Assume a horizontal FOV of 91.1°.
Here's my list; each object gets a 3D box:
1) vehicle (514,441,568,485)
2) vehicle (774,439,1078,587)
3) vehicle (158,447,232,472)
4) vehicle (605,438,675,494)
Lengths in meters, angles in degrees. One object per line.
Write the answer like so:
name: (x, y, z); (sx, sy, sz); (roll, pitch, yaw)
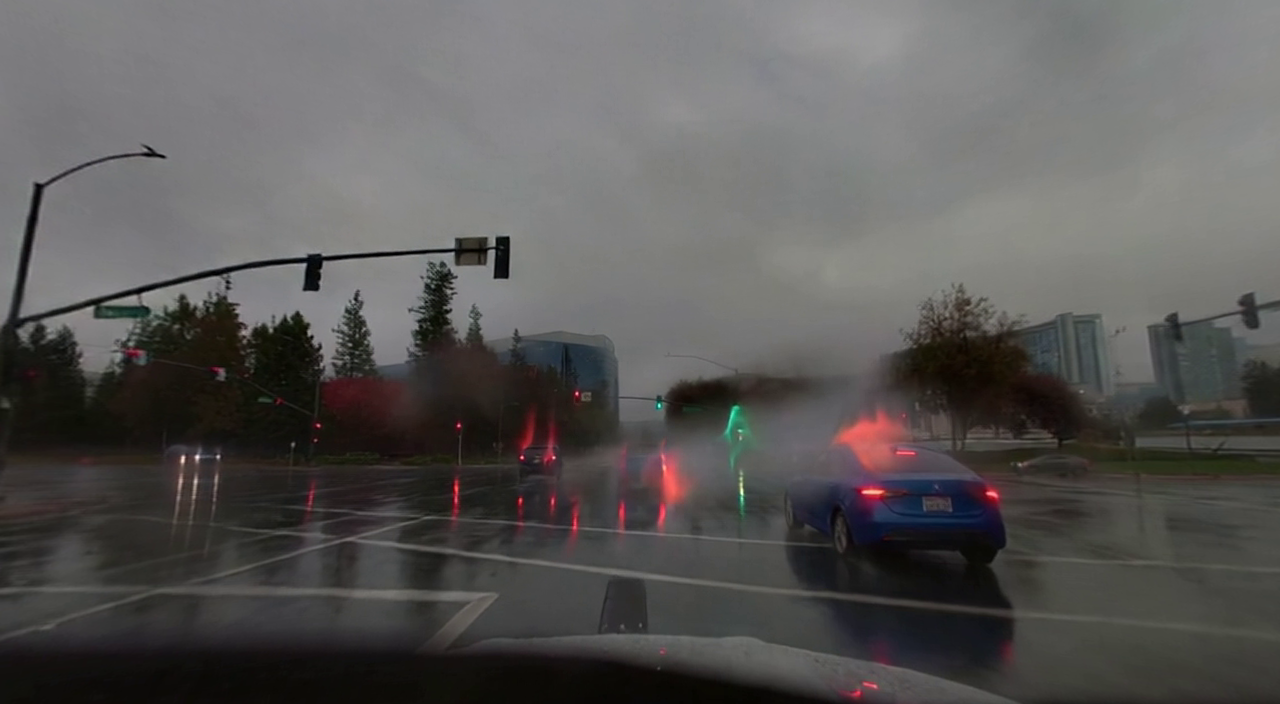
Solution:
vehicle: (-4.048, 4.448, 25.517); (1.987, 1.633, 4.005); (2, -8, -10)
vehicle: (3.360, 1.952, 8.622); (2.056, 1.468, 4.520); (0, -8, 0)
vehicle: (-31.392, 7.549, 44.305); (4.422, 1.605, 1.955); (-3, -9, 20)
vehicle: (-0.003, 3.750, 21.098); (2.108, 1.654, 4.235); (0, -8, 0)
